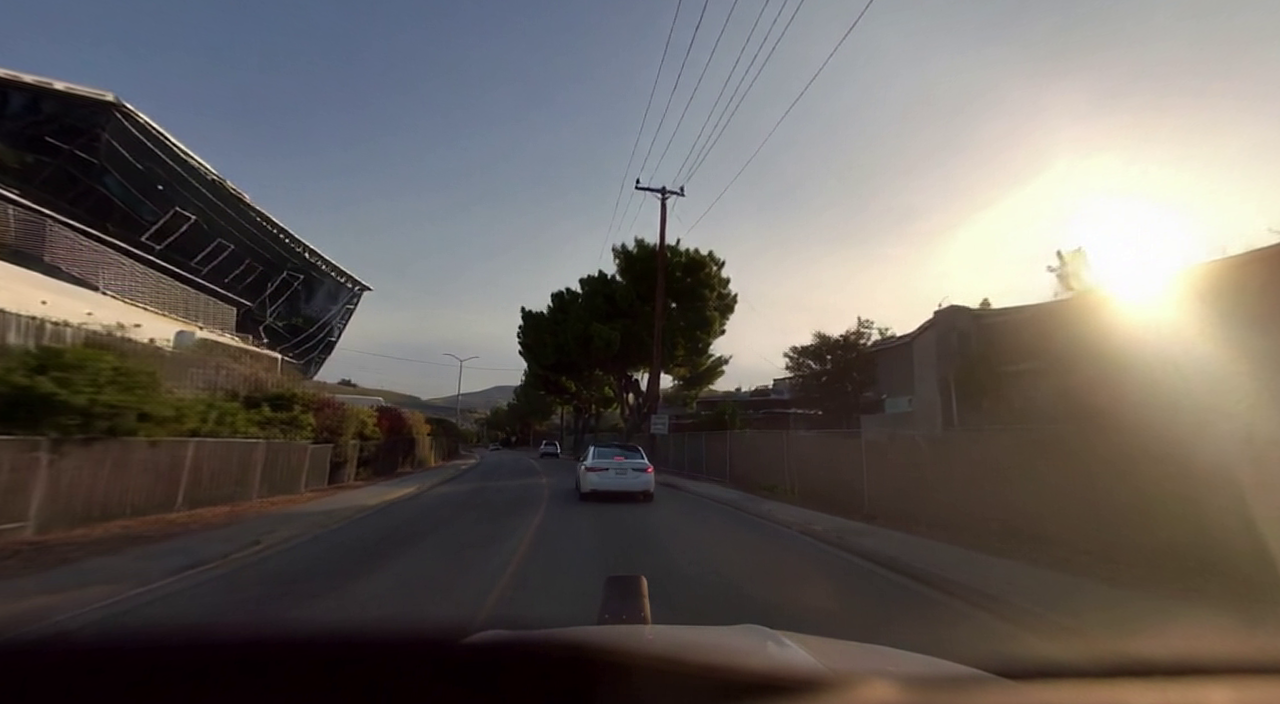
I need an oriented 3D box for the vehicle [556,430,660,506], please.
[{"bbox_3d":[-0.844,2.630,14.603,2.060,1.487,3.920,1,-9,-6],"label":"vehicle"}]
